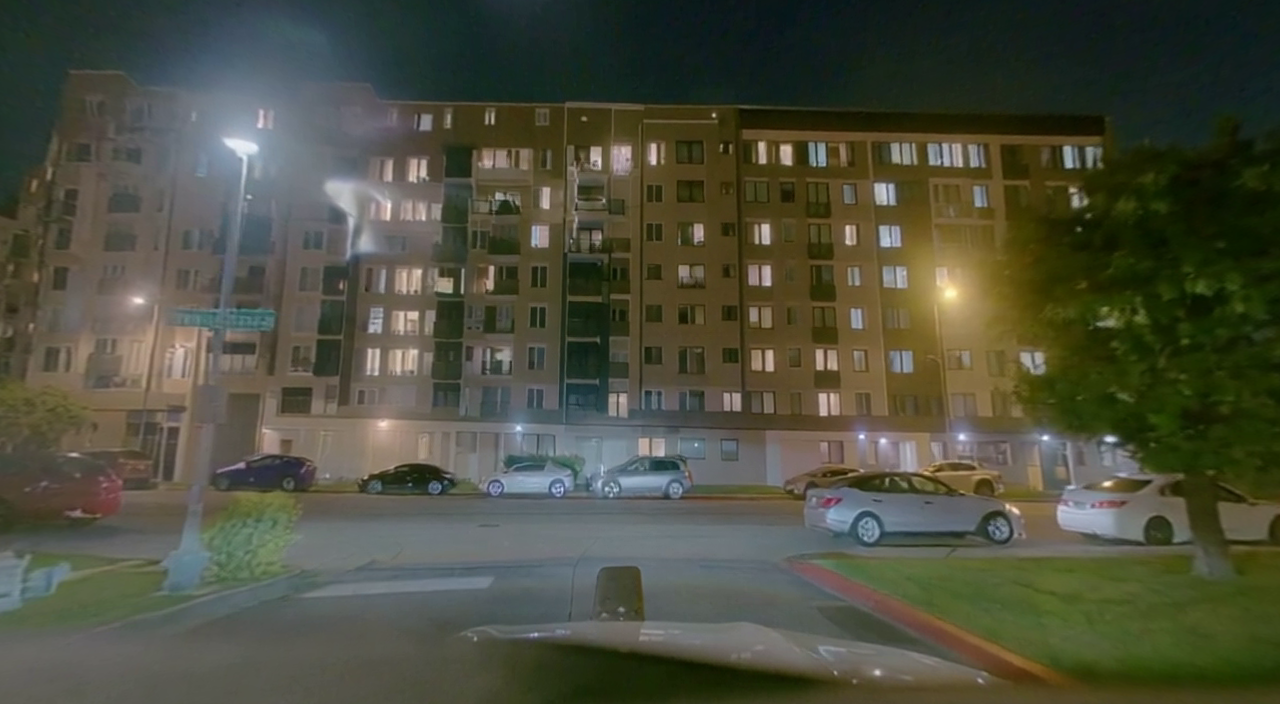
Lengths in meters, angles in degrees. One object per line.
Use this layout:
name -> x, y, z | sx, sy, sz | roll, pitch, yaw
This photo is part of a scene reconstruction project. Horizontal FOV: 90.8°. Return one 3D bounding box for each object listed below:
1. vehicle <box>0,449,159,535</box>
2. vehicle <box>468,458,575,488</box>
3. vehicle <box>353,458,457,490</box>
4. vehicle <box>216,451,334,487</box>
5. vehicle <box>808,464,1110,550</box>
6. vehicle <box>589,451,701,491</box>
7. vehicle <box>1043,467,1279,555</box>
vehicle -> -12.430, 2.674, 12.344 | 4.359, 1.519, 1.964 | 0, -9, -1
vehicle -> -5.680, 5.897, 30.723 | 4.851, 1.339, 1.785 | -1, -12, -2
vehicle -> -11.301, 5.886, 30.587 | 4.336, 1.438, 1.776 | 1, -9, -3
vehicle -> -17.437, 5.590, 30.376 | 4.426, 1.641, 1.889 | 1, -10, -4
vehicle -> 5.896, 2.920, 12.222 | 4.714, 1.471, 1.978 | 0, -10, 2
vehicle -> 0.168, 5.802, 30.809 | 5.299, 1.860, 2.098 | 1, -10, -4
vehicle -> 10.644, 3.004, 12.260 | 4.163, 1.500, 2.076 | 0, -10, 0
